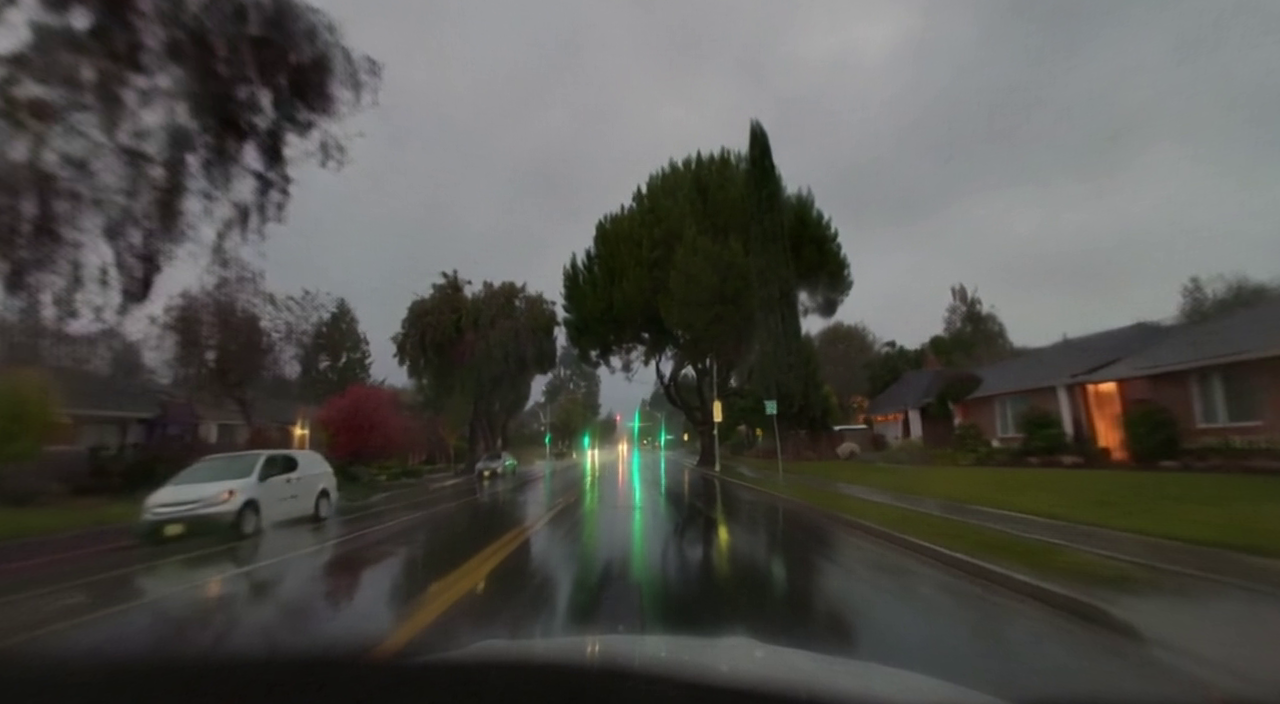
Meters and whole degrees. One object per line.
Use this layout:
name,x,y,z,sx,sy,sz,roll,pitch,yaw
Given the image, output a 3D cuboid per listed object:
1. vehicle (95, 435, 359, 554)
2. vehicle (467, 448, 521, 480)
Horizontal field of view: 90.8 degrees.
vehicle,-7.795,2.666,12.685,2.122,1.739,4.770,-5,-8,0
vehicle,-7.970,6.109,34.766,1.880,1.469,4.221,-5,-9,1
